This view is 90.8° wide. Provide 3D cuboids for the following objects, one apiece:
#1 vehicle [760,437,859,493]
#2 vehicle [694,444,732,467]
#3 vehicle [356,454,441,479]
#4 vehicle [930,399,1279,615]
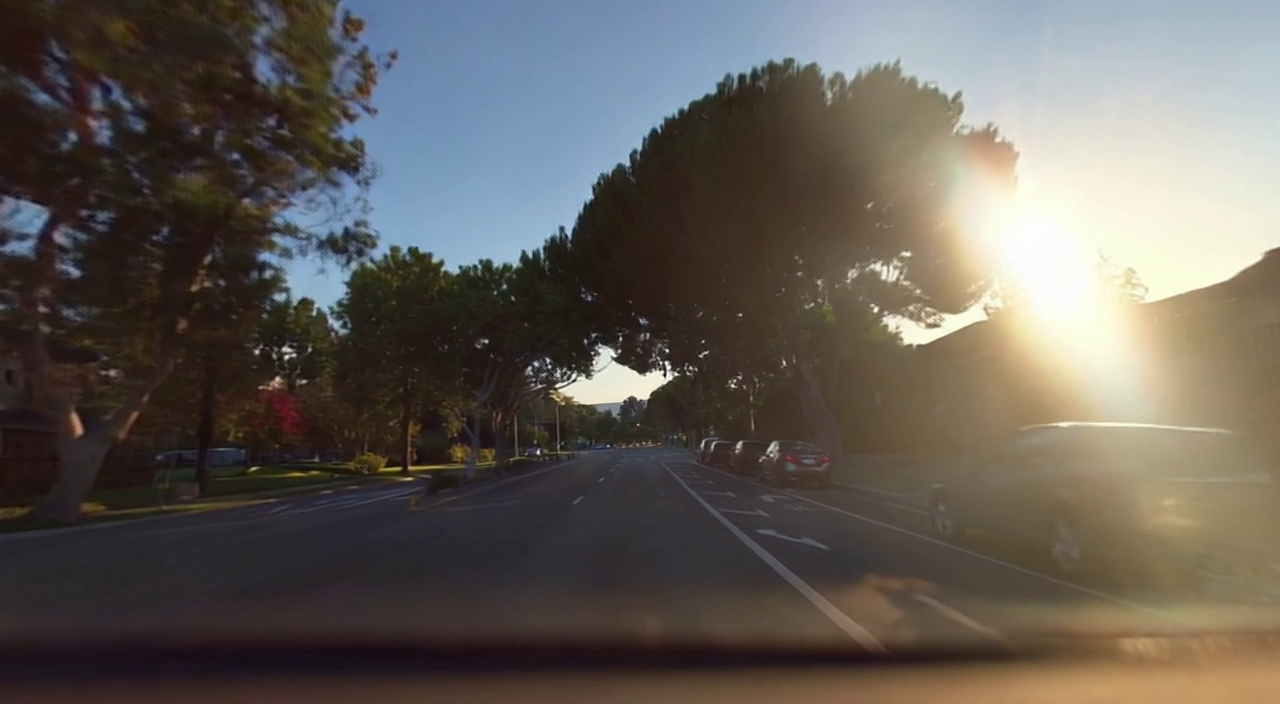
[{"bbox_3d":[5.139,3.460,19.721,1.837,1.532,3.886,0,-8,-3],"label":"vehicle"},{"bbox_3d":[4.841,6.873,42.293,1.935,1.433,4.241,0,-8,-1],"label":"vehicle"},{"bbox_3d":[-15.868,7.540,41.714,4.826,1.491,2.086,0,-8,-3],"label":"vehicle"},{"bbox_3d":[5.316,1.535,7.176,1.990,1.694,4.179,0,-8,-1],"label":"vehicle"}]
